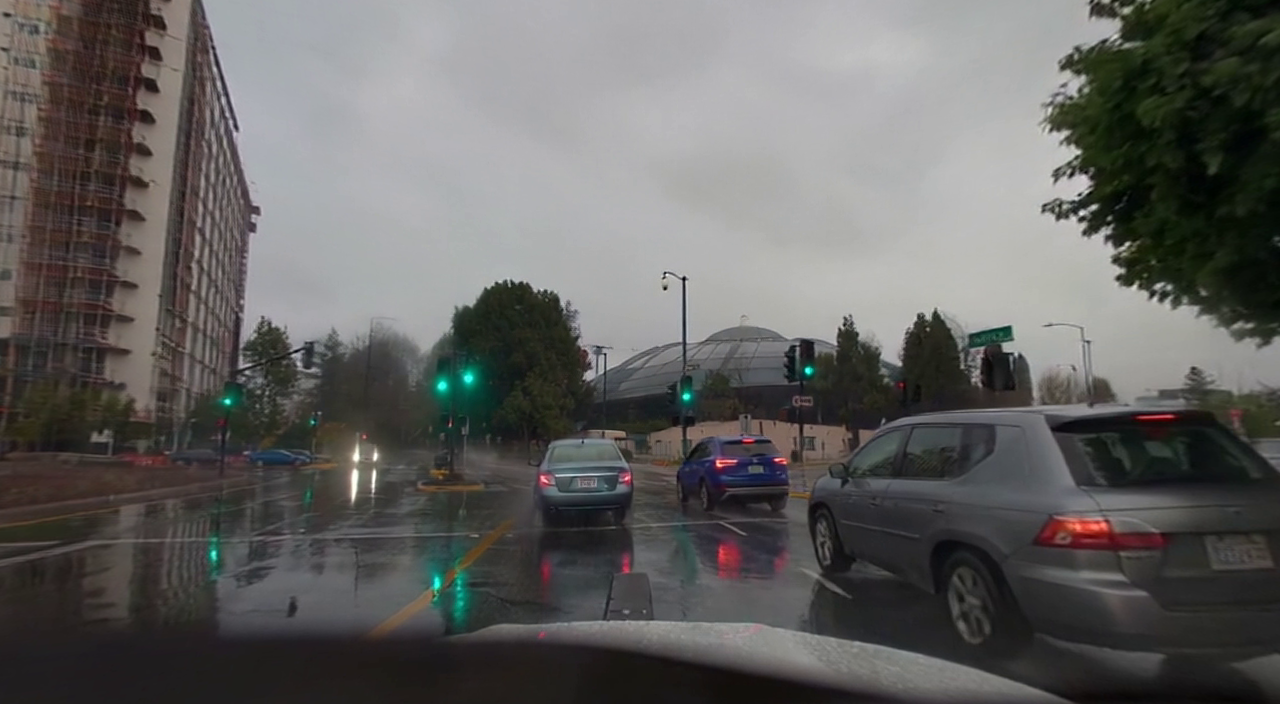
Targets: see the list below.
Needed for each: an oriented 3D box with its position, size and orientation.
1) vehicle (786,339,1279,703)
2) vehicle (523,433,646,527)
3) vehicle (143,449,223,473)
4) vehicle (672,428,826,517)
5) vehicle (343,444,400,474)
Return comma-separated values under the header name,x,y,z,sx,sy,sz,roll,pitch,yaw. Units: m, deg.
name,x,y,z,sx,sy,sz,roll,pitch,yaw
vehicle,3.072,1.188,5.096,2.320,1.772,4.872,0,-9,-4
vehicle,-1.329,2.585,13.333,2.132,1.632,3.889,1,-9,-12
vehicle,-32.010,7.608,44.195,4.653,1.459,2.228,-2,-8,21
vehicle,2.282,2.687,14.646,2.103,1.710,4.396,1,-9,-10
vehicle,-16.744,6.675,39.566,2.303,1.692,4.571,1,-9,-10
